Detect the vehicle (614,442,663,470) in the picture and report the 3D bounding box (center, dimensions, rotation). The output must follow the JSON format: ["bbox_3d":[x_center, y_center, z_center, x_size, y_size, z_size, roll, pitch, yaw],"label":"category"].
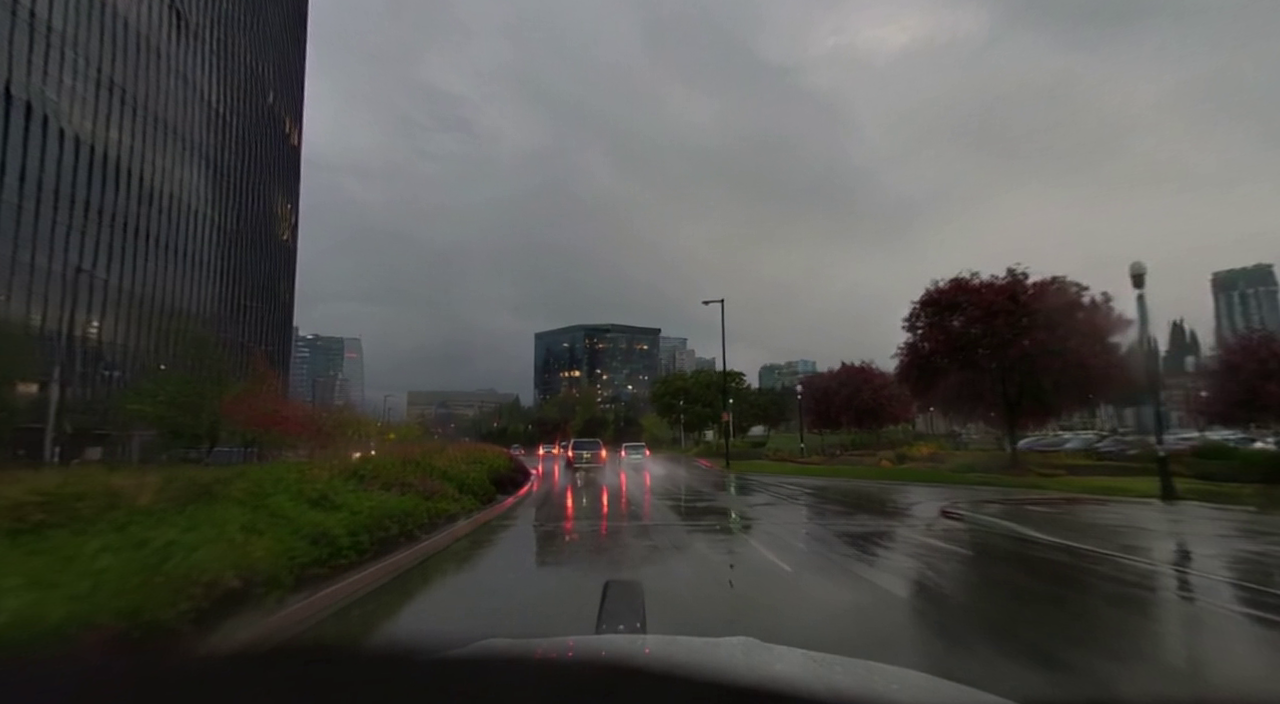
[{"bbox_3d":[-0.168,6.003,36.598,2.116,1.506,4.355,2,-9,-10],"label":"vehicle"}]

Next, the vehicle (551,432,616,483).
[{"bbox_3d":[-2.284,4.045,24.399,2.173,1.761,4.374,1,-9,-9],"label":"vehicle"}]
